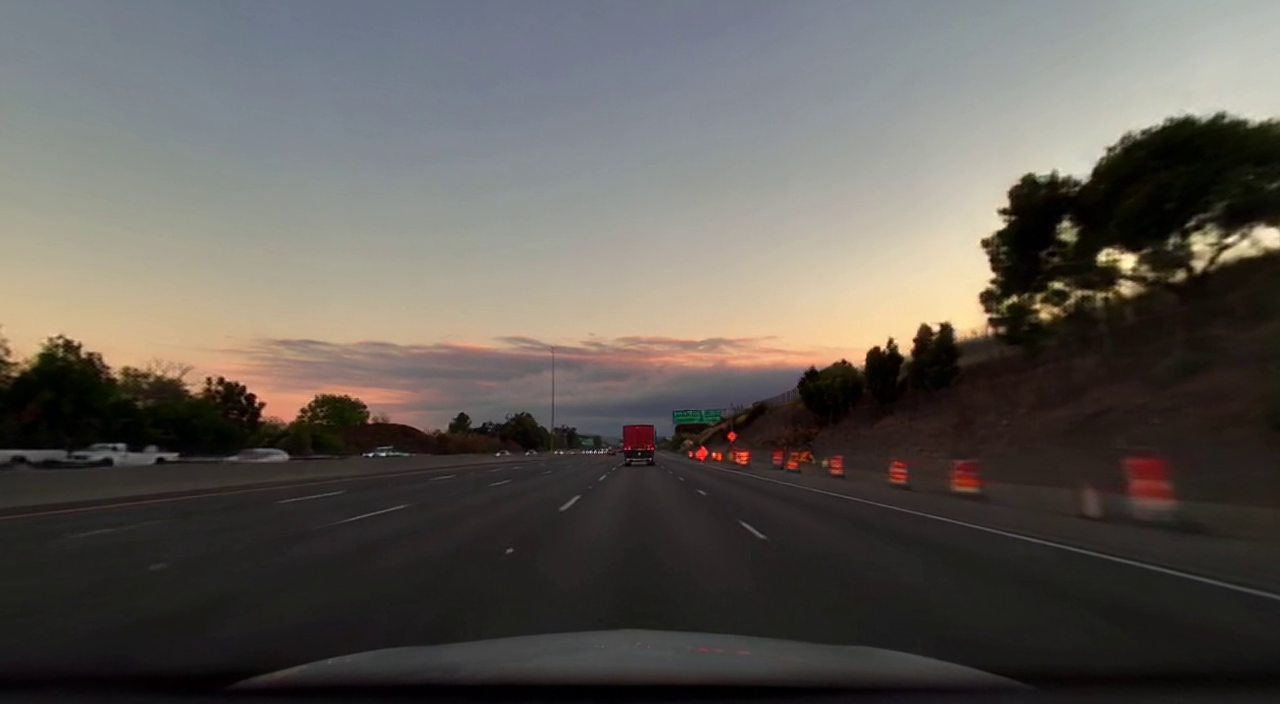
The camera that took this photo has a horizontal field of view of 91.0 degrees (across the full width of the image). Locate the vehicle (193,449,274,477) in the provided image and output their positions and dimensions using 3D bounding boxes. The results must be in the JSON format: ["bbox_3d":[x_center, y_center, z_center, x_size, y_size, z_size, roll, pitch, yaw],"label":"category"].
[{"bbox_3d":[-26.948,7.341,41.953,2.117,1.685,4.810,0,-9,1],"label":"vehicle"}]
